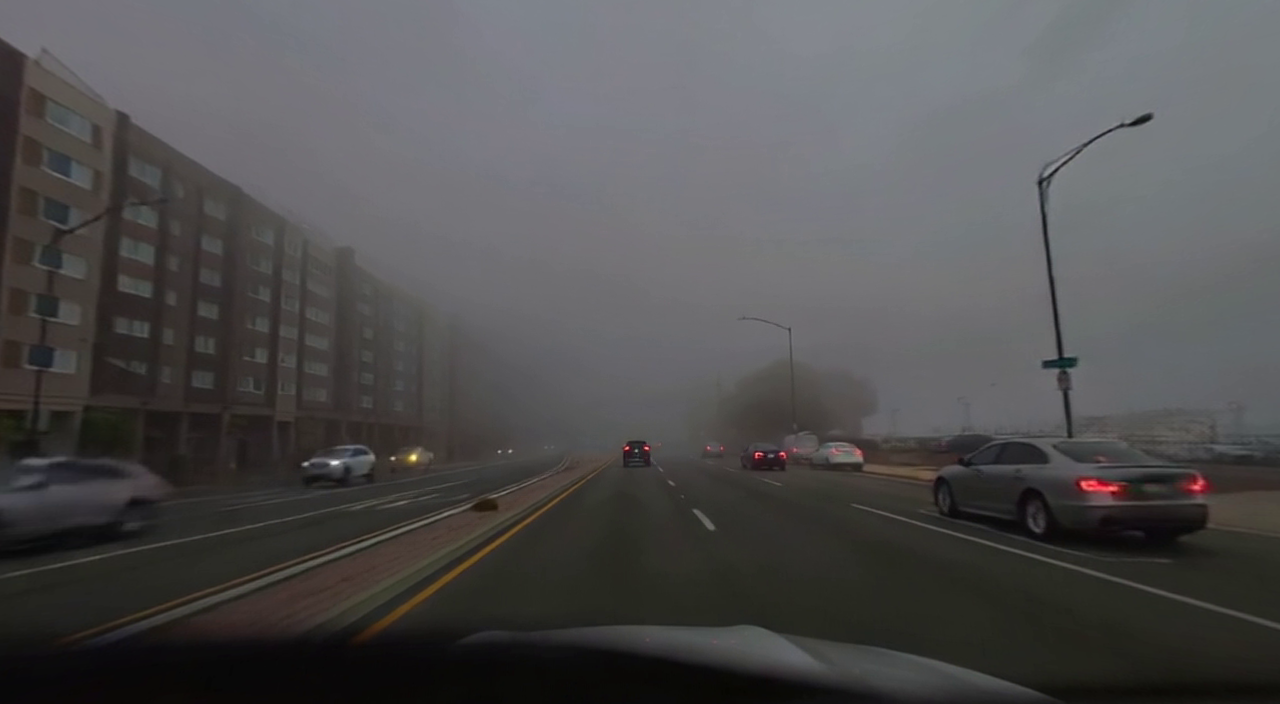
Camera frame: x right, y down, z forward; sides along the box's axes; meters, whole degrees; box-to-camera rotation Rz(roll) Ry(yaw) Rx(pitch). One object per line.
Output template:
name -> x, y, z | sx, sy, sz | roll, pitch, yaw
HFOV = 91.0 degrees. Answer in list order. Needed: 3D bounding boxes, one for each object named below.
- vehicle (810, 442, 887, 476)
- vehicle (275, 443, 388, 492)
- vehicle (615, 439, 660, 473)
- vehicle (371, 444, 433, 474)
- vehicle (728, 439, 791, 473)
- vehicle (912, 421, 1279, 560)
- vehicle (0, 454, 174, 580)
vehicle -> 9.972, 5.150, 30.542 | 2.089, 1.508, 4.323 | -1, -9, -2
vehicle -> -11.753, 4.398, 24.421 | 2.036, 1.697, 4.680 | 0, -9, 0
vehicle -> -0.147, 5.168, 31.519 | 2.106, 1.553, 3.964 | 0, -9, 0
vehicle -> -15.410, 6.938, 40.999 | 2.216, 1.797, 4.487 | 0, -9, 0
vehicle -> 5.773, 5.071, 30.823 | 2.154, 1.554, 4.149 | 0, -9, -2
vehicle -> 6.301, 1.948, 9.668 | 2.121, 1.557, 4.898 | 0, -9, 1
vehicle -> -8.386, 2.031, 7.905 | 1.869, 1.419, 4.183 | 0, -9, -1
